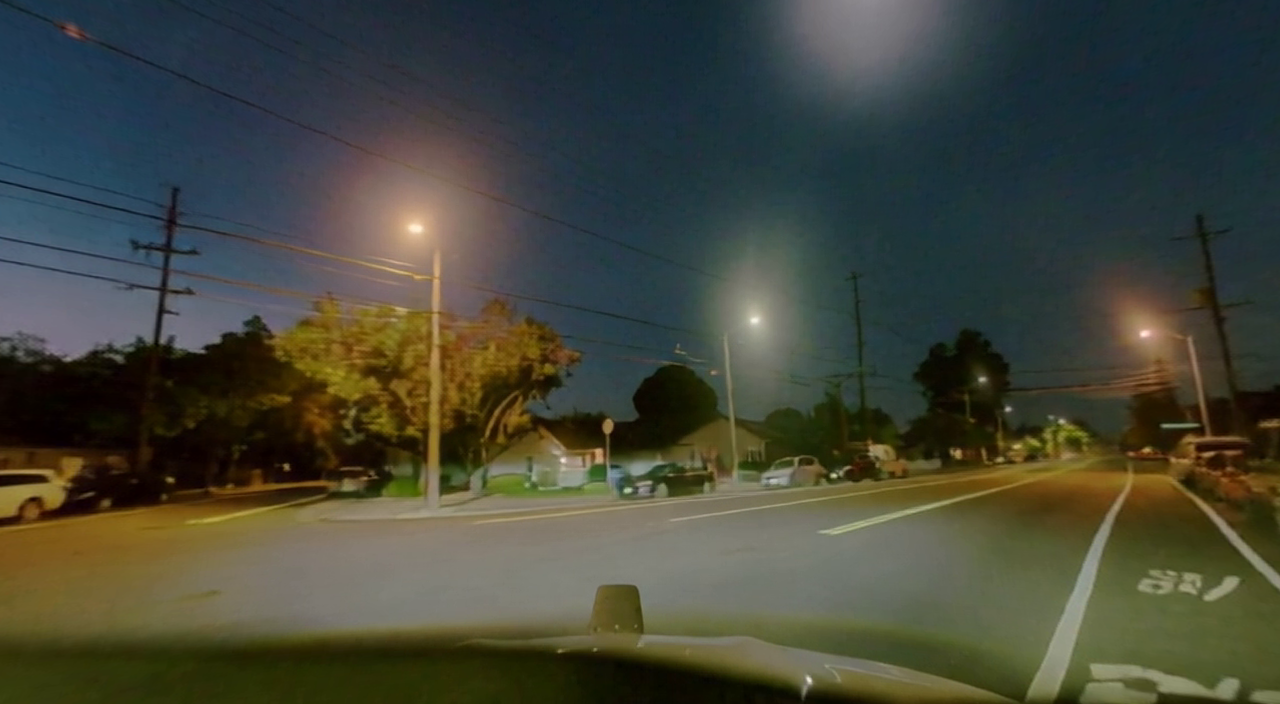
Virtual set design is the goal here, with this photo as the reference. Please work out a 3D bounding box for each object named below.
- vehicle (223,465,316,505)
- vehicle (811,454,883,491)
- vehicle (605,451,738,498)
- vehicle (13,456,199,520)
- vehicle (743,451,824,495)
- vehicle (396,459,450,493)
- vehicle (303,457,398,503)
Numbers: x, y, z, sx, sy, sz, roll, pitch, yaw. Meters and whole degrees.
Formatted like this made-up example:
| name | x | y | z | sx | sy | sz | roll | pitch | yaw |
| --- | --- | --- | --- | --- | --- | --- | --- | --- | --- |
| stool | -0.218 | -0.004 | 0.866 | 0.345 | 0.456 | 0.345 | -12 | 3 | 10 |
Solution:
| name | x | y | z | sx | sy | sz | roll | pitch | yaw |
| --- | --- | --- | --- | --- | --- | --- | --- | --- | --- |
| vehicle | -20.565 | 7.380 | 35.402 | 2.287 | 1.830 | 5.343 | 0 | -8 | -5 |
| vehicle | 11.985 | 6.835 | 36.349 | 2.089 | 1.837 | 5.499 | -7 | -11 | 38 |
| vehicle | 1.281 | 4.584 | 23.129 | 2.136 | 1.431 | 5.197 | -12 | -18 | 37 |
| vehicle | -19.216 | 4.860 | 23.238 | 2.283 | 1.909 | 5.692 | 1 | -8 | -6 |
| vehicle | 6.864 | 5.631 | 29.878 | 1.937 | 1.837 | 4.414 | -7 | -11 | 38 |
| vehicle | -12.354 | 7.051 | 36.220 | 1.989 | 1.683 | 3.918 | 0 | -8 | -4 |
| vehicle | -11.408 | 5.028 | 25.271 | 1.981 | 1.579 | 4.446 | 0 | -8 | -4 |
